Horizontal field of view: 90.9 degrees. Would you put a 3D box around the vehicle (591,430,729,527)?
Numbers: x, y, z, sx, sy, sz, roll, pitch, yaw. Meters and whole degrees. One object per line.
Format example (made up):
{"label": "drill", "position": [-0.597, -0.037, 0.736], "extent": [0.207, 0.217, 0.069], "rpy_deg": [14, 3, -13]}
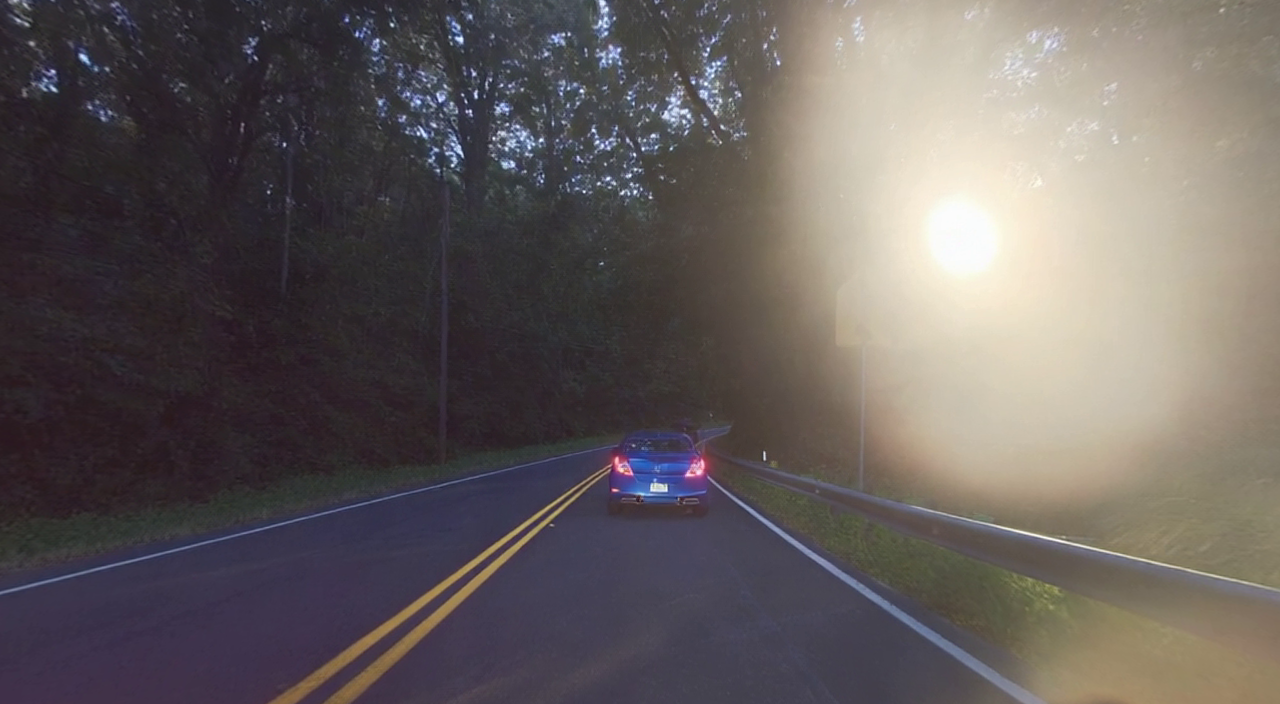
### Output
{"label": "vehicle", "position": [0.322, 2.291, 11.932], "extent": [2.187, 1.533, 3.726], "rpy_deg": [0, -8, 0]}
